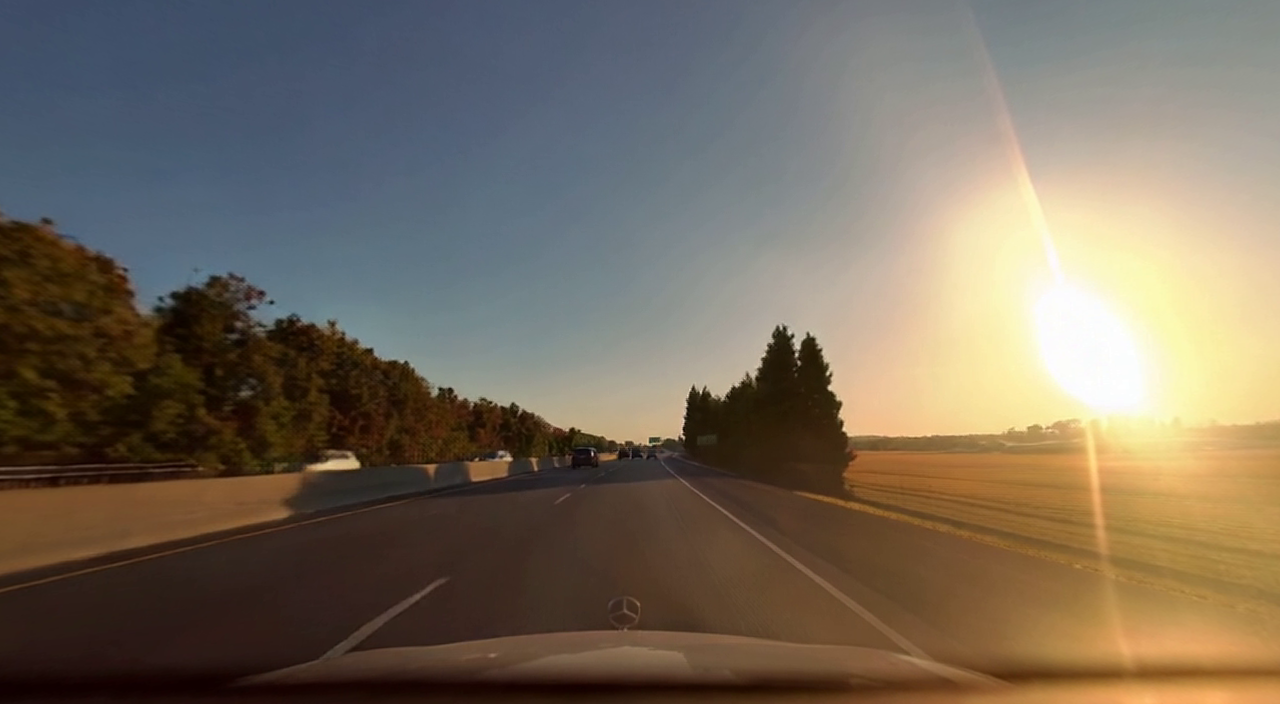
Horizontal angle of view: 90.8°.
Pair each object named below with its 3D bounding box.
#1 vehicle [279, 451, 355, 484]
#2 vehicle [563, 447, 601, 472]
[{"bbox_3d":[-15.998,5.692,31.431,1.722,1.482,3.797,0,-9,1],"label":"vehicle"},{"bbox_3d":[-4.100,7.709,45.582,2.188,1.692,4.623,0,-9,2],"label":"vehicle"}]
